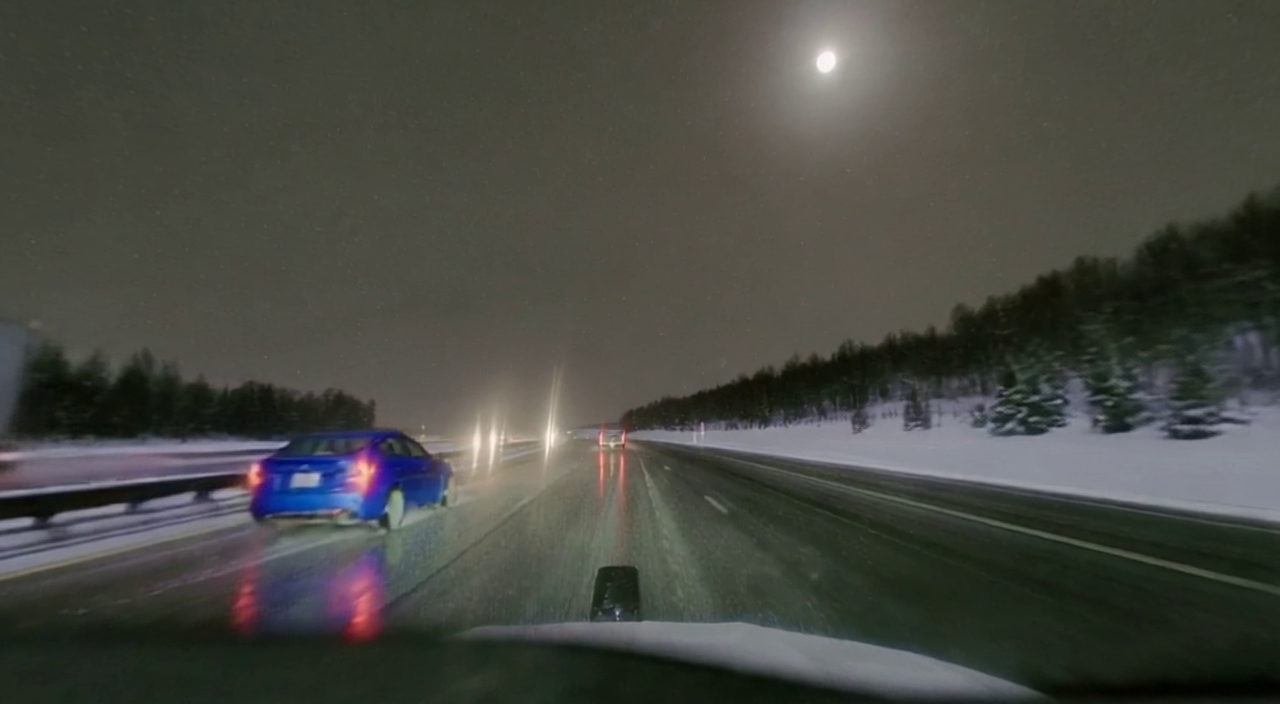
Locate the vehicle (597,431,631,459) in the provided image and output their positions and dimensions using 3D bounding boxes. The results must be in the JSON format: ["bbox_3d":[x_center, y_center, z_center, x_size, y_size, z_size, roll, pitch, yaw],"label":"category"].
[{"bbox_3d":[-1.633,5.710,38.866,1.997,1.589,4.179,0,-8,-3],"label":"vehicle"}]

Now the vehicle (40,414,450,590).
[{"bbox_3d":[-4.299,1.681,8.234,2.141,1.534,5.099,0,-8,-1],"label":"vehicle"}]
